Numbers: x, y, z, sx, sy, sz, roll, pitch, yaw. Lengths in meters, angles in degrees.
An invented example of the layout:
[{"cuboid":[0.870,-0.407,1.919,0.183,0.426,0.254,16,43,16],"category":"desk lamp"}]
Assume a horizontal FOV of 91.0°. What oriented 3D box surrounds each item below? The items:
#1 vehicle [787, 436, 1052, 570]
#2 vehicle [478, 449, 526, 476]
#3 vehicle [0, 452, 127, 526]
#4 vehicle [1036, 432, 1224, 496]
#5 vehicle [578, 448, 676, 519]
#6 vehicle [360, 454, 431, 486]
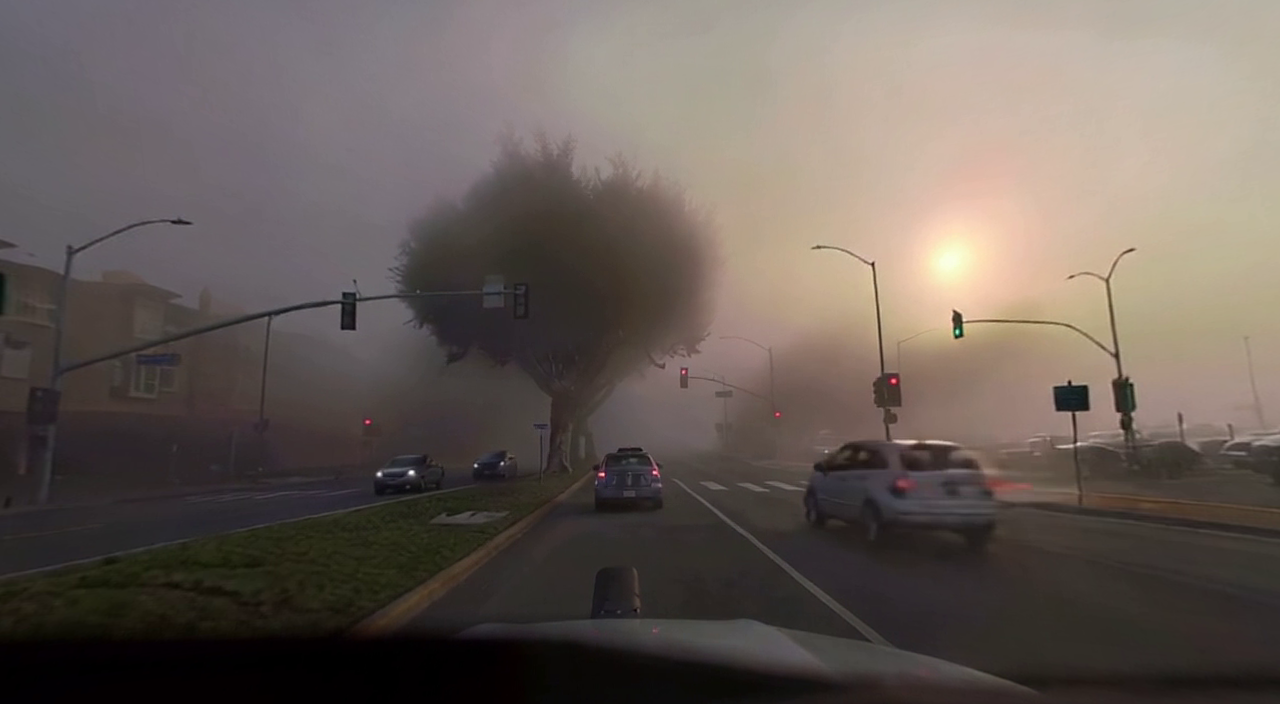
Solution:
[{"cuboid":[3.644,2.014,9.128,2.023,1.506,3.816,0,-9,-1],"category":"vehicle"},{"cuboid":[-8.594,6.919,39.654,1.966,1.571,4.479,0,-9,1],"category":"vehicle"},{"cuboid":[-16.045,3.509,16.266,1.936,1.733,4.087,-3,-10,3],"category":"vehicle"},{"cuboid":[13.062,2.997,17.159,1.887,1.504,3.898,0,-9,-1],"category":"vehicle"},{"cuboid":[-0.306,3.034,15.128,2.010,1.447,4.121,0,-9,-1],"category":"vehicle"},{"cuboid":[-12.385,5.975,32.157,1.904,1.475,4.068,0,-9,1],"category":"vehicle"}]
